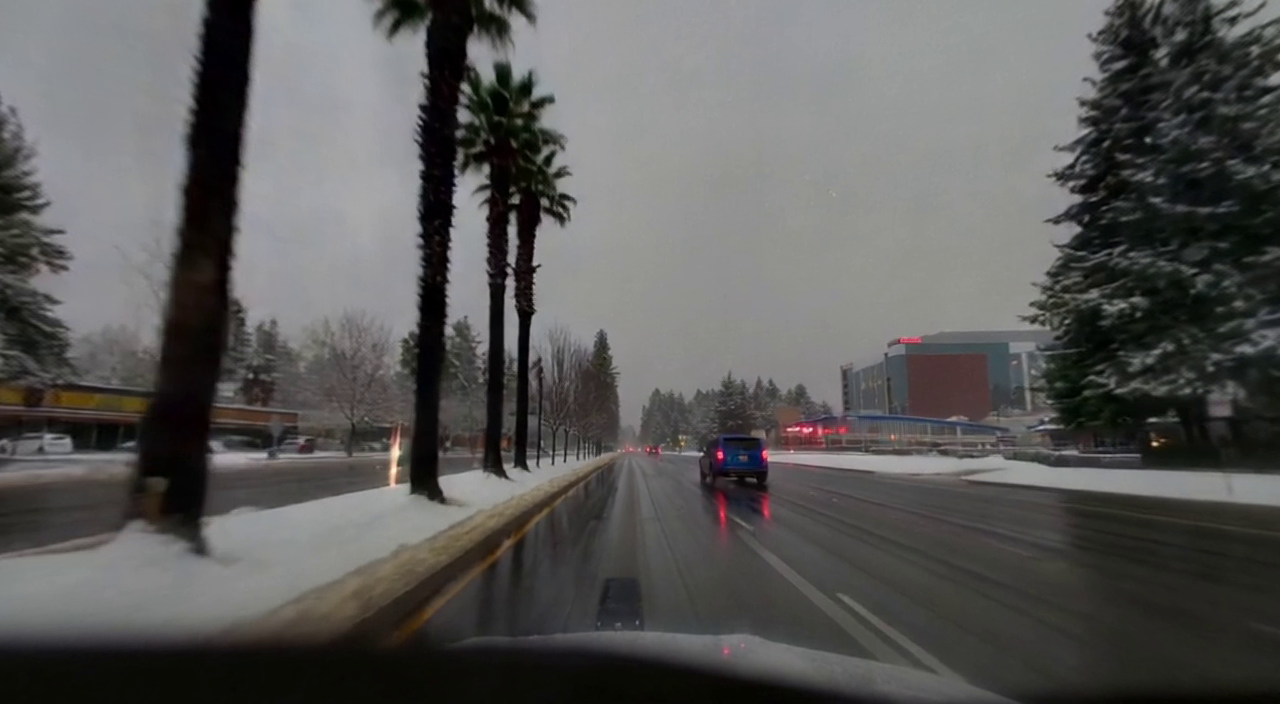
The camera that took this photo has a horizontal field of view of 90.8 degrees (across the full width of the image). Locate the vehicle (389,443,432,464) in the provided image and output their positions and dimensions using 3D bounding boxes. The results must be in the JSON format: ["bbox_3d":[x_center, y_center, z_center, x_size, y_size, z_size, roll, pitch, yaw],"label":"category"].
[{"bbox_3d":[-17.871,7.911,49.389,1.764,1.476,4.349,0,-8,0],"label":"vehicle"}]

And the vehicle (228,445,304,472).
[{"bbox_3d":[-22.091,6.293,37.540,1.813,1.484,4.374,0,-8,1],"label":"vehicle"}]

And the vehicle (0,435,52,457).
[{"bbox_3d":[-44.159,6.575,44.086,4.211,1.491,2.000,0,-8,0],"label":"vehicle"}]

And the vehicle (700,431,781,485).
[{"bbox_3d":[3.432,3.719,22.418,2.072,1.696,4.177,1,-8,-2],"label":"vehicle"}]
